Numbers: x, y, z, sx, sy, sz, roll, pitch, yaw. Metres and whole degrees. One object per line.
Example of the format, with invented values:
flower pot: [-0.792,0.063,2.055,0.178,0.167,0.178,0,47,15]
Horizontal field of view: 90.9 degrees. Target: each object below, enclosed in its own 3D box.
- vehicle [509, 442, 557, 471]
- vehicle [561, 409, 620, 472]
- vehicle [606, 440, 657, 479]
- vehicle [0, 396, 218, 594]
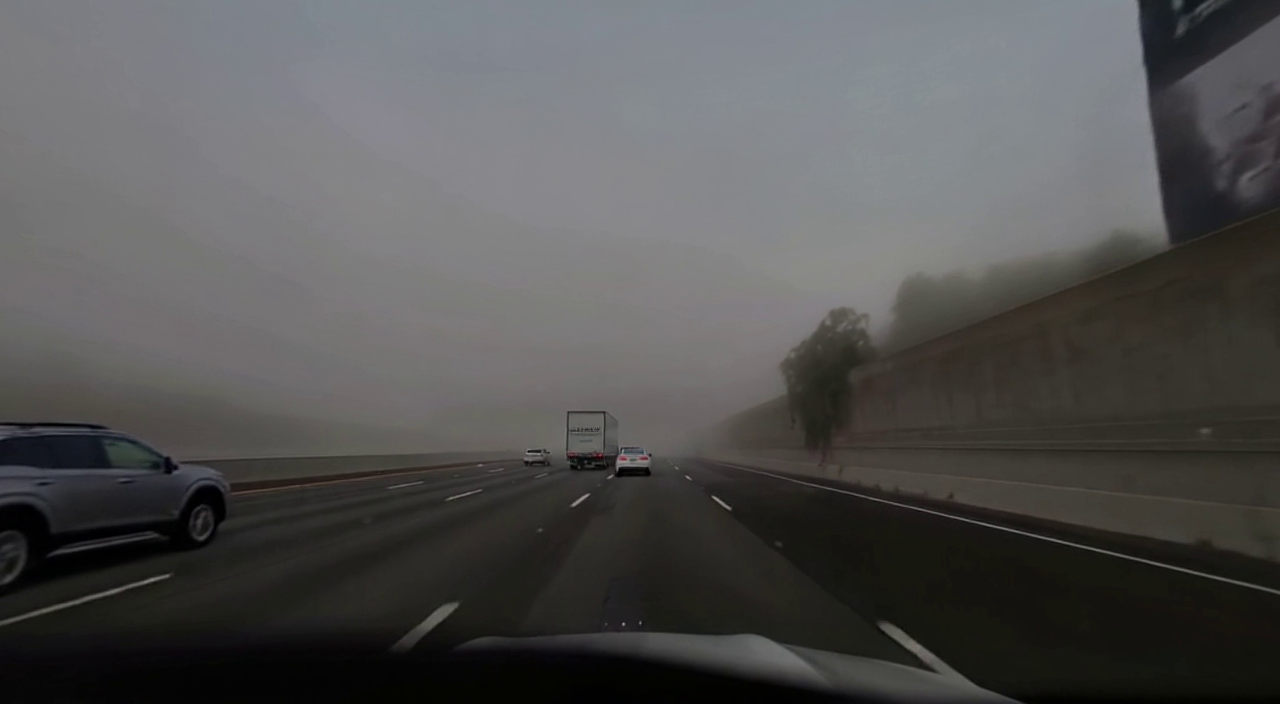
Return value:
vehicle: [-6.533,6.435,38.983,2.124,1.674,4.541,0,-9,1]
vehicle: [-2.874,5.581,39.386,2.794,3.460,8.595,0,-9,1]
vehicle: [-0.382,4.839,28.527,2.168,1.597,3.615,0,-9,-1]
vehicle: [-6.972,1.331,5.924,2.401,1.759,5.126,0,-9,0]
